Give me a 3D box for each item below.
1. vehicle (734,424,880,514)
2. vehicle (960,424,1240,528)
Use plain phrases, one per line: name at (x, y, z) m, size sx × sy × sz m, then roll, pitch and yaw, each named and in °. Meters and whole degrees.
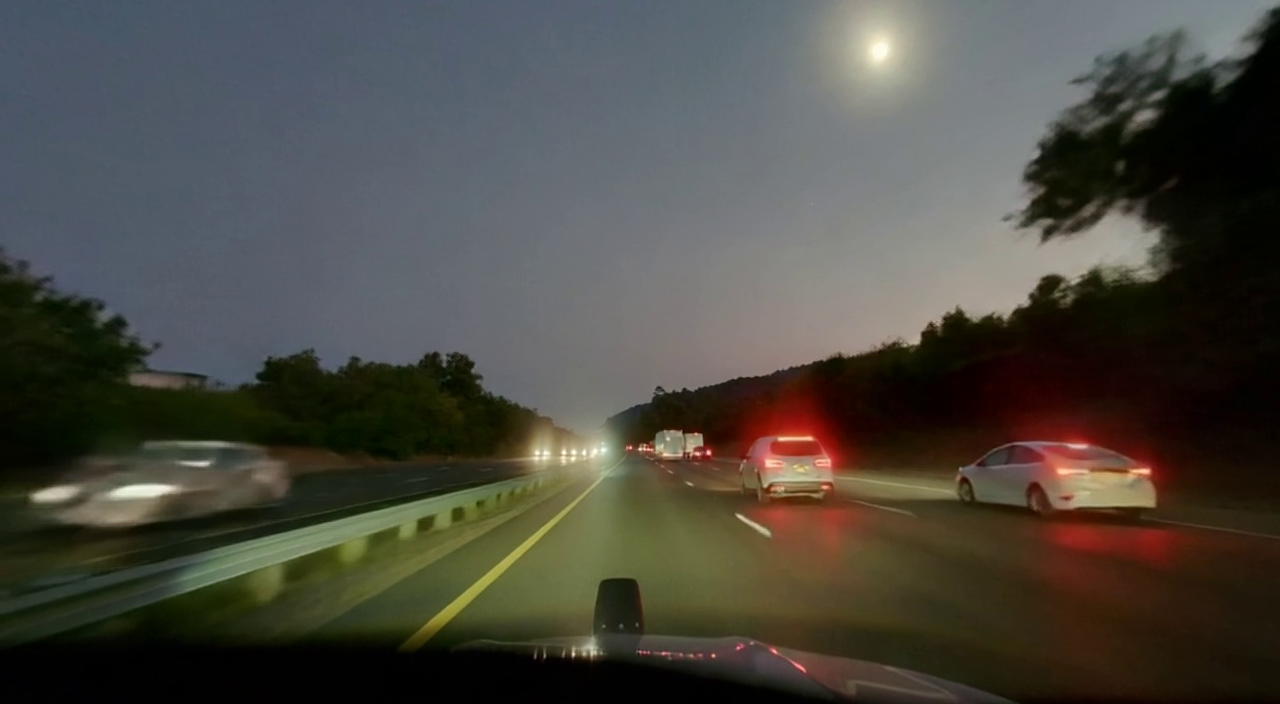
vehicle at (3.664, 2.685, 14.886) m, size 2.070 × 1.751 × 4.576 m, roll 0°, pitch -9°, yaw -1°
vehicle at (8.527, 2.337, 12.406) m, size 2.018 × 1.636 × 4.510 m, roll 0°, pitch -9°, yaw -1°
